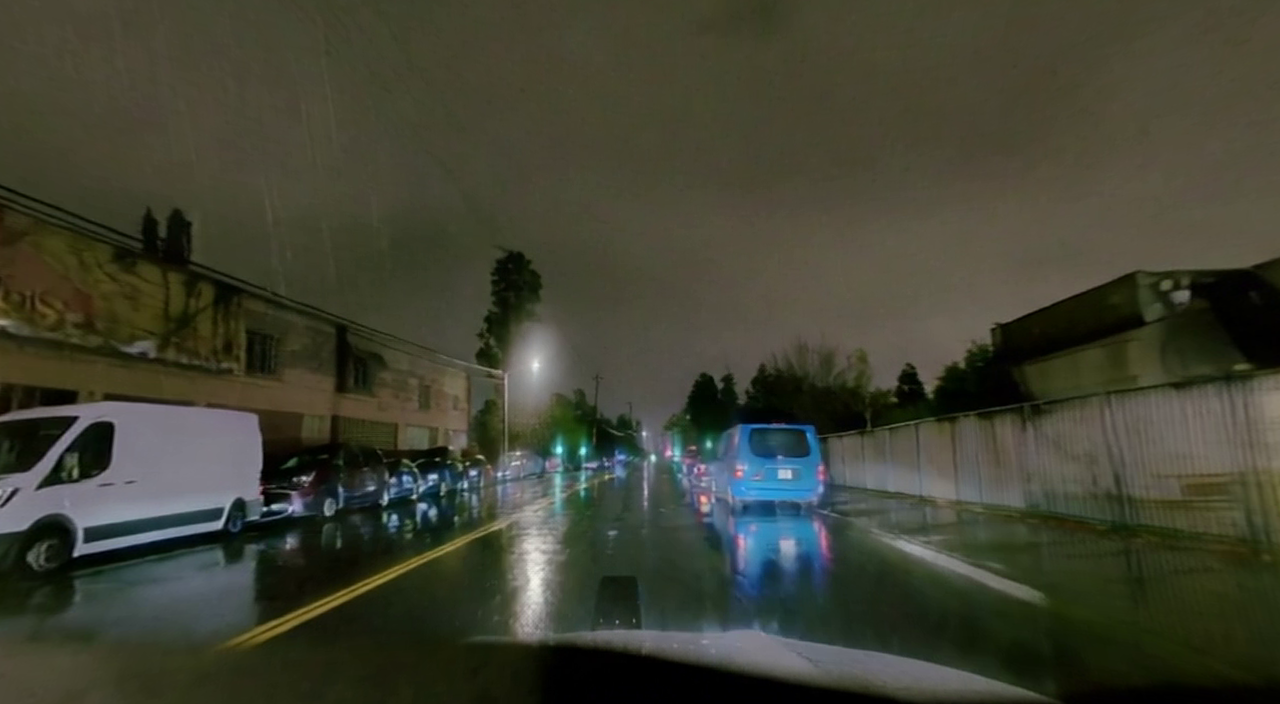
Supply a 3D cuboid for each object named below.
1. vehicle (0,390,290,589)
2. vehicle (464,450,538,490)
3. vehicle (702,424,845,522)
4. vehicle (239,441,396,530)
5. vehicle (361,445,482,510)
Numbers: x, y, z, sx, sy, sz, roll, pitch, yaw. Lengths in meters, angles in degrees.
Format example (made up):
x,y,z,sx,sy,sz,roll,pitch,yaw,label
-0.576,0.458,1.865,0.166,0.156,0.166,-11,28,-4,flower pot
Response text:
x,y,z,sx,sy,sz,roll,pitch,yaw,label
-8.138,2.040,10.046,2.435,2.308,4.937,-4,-8,-1,vehicle
-7.336,6.260,34.063,2.504,1.919,5.658,0,-8,2,vehicle
3.057,2.942,16.078,2.327,2.021,5.850,0,-8,0,vehicle
-7.992,3.280,16.163,1.857,1.908,4.081,-2,-8,0,vehicle
-7.652,4.404,22.909,2.304,1.937,5.720,-2,-8,1,vehicle
